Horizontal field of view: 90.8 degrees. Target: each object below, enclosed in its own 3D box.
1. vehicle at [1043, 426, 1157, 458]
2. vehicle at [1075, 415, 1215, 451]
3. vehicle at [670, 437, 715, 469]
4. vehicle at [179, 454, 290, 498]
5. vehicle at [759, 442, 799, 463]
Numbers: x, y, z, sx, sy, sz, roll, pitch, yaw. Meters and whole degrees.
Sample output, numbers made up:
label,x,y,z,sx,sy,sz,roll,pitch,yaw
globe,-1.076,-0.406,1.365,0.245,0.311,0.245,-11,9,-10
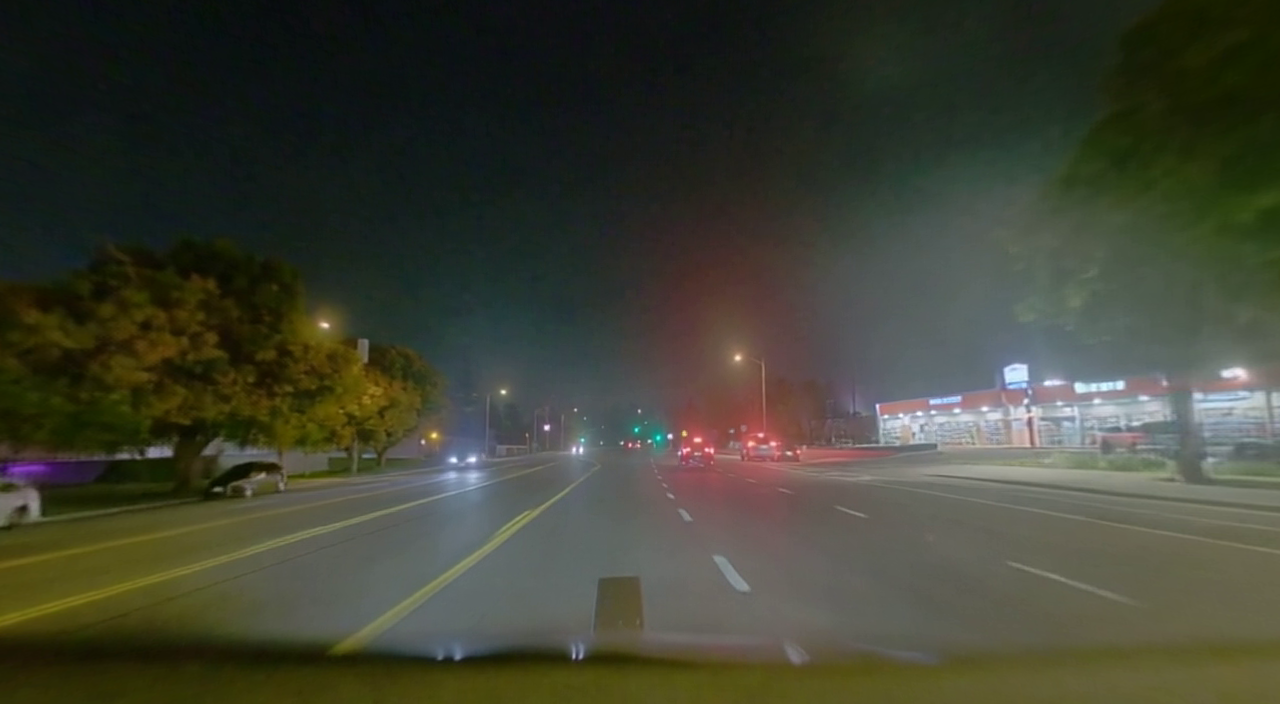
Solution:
label,x,y,z,sx,sy,sz,roll,pitch,yaw
vehicle,23.885,4.703,32.937,1.843,1.490,4.282,2,-9,-37
vehicle,30.412,4.981,38.316,2.102,1.965,6.159,7,-11,-36
vehicle,2.732,5.420,34.024,1.957,1.643,4.226,0,-9,-1
vehicle,-18.092,5.511,28.486,2.045,1.727,4.503,0,-9,-2
vehicle,10.199,7.399,46.676,1.857,1.411,4.859,0,-9,0
